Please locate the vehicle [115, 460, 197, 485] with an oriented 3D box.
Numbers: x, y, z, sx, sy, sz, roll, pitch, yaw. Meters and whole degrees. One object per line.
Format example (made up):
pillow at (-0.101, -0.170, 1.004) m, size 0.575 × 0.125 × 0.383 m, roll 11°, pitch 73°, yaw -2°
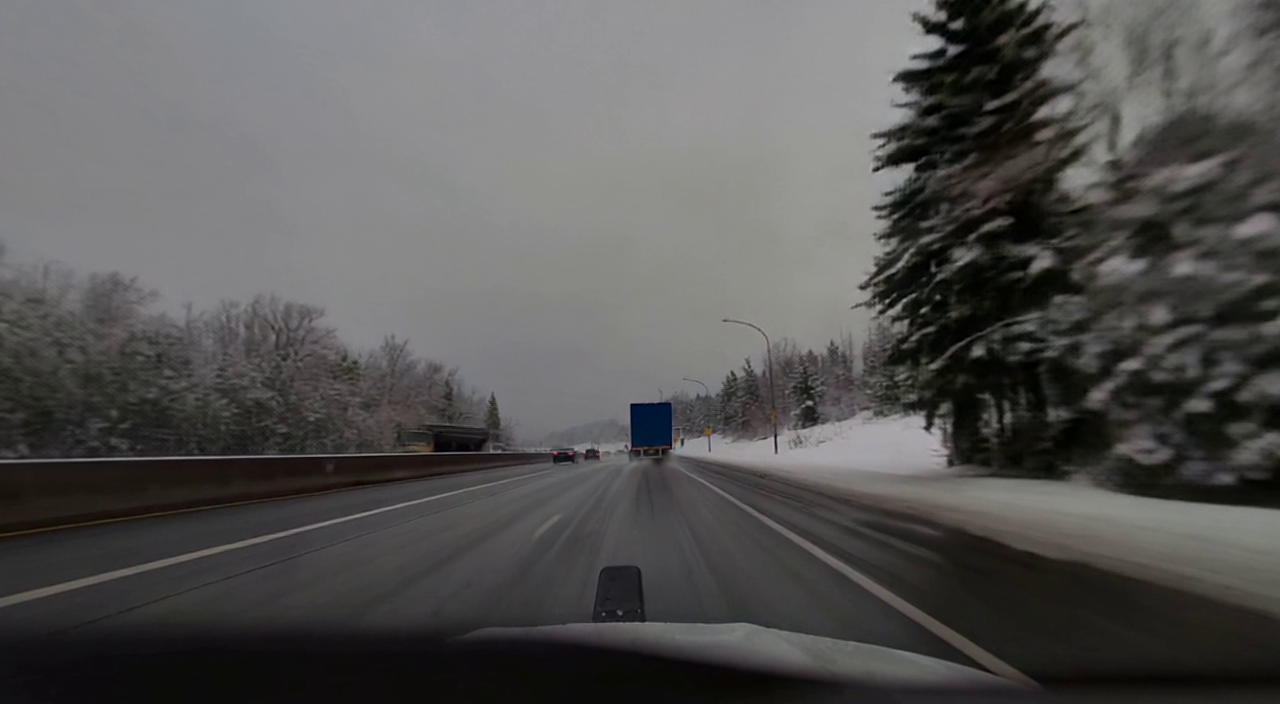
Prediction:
vehicle at (-35.484, 8.816, 46.374) m, size 1.871 × 1.622 × 4.890 m, roll 0°, pitch -9°, yaw 5°
